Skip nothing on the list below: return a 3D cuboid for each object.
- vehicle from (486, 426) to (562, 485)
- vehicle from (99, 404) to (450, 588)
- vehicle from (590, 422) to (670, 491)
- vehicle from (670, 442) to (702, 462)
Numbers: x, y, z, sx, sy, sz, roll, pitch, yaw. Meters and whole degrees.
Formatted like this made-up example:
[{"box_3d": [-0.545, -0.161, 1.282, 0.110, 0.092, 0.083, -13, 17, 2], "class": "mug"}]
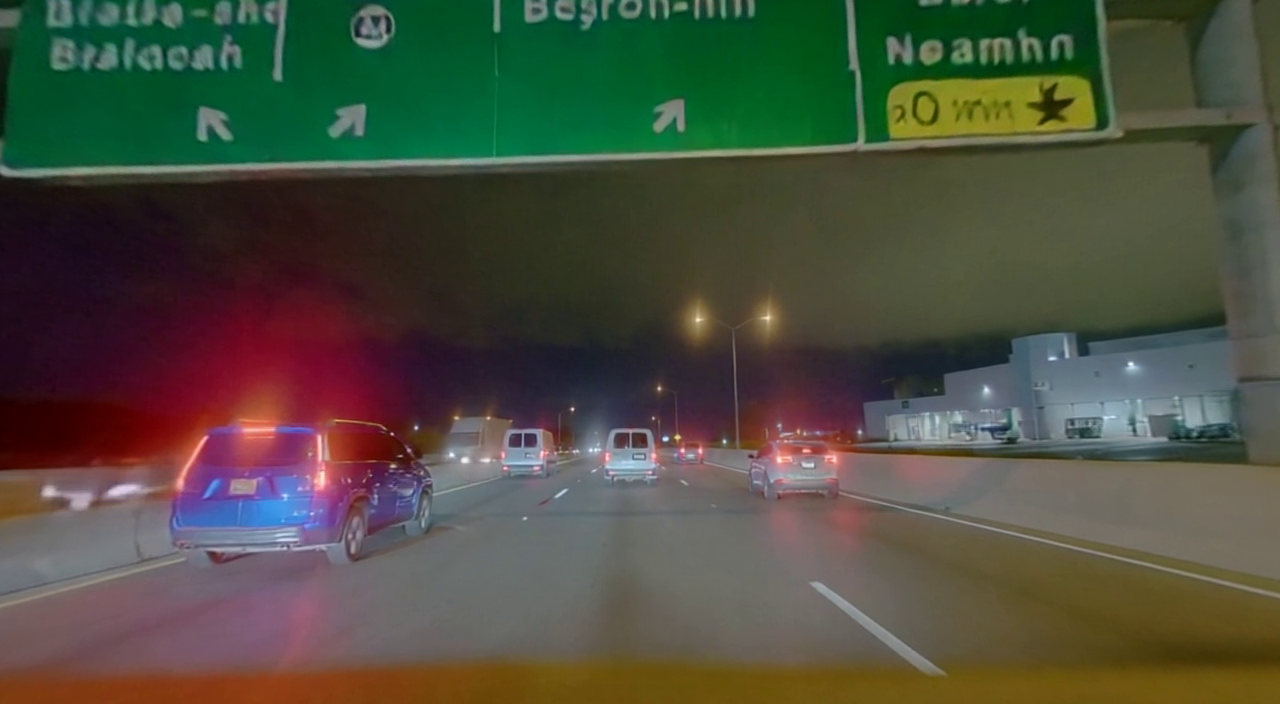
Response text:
[{"box_3d": [-4.185, 3.788, 23.382, 2.038, 1.936, 4.300, 0, -8, -1], "class": "vehicle"}, {"box_3d": [-4.095, 1.661, 8.151, 1.972, 1.703, 4.333, 0, -8, -1], "class": "vehicle"}, {"box_3d": [-0.340, 3.316, 20.332, 2.304, 1.925, 4.282, 0, -8, -1], "class": "vehicle"}, {"box_3d": [3.502, 7.663, 48.448, 1.999, 1.494, 3.833, 0, -8, -2], "class": "vehicle"}]
